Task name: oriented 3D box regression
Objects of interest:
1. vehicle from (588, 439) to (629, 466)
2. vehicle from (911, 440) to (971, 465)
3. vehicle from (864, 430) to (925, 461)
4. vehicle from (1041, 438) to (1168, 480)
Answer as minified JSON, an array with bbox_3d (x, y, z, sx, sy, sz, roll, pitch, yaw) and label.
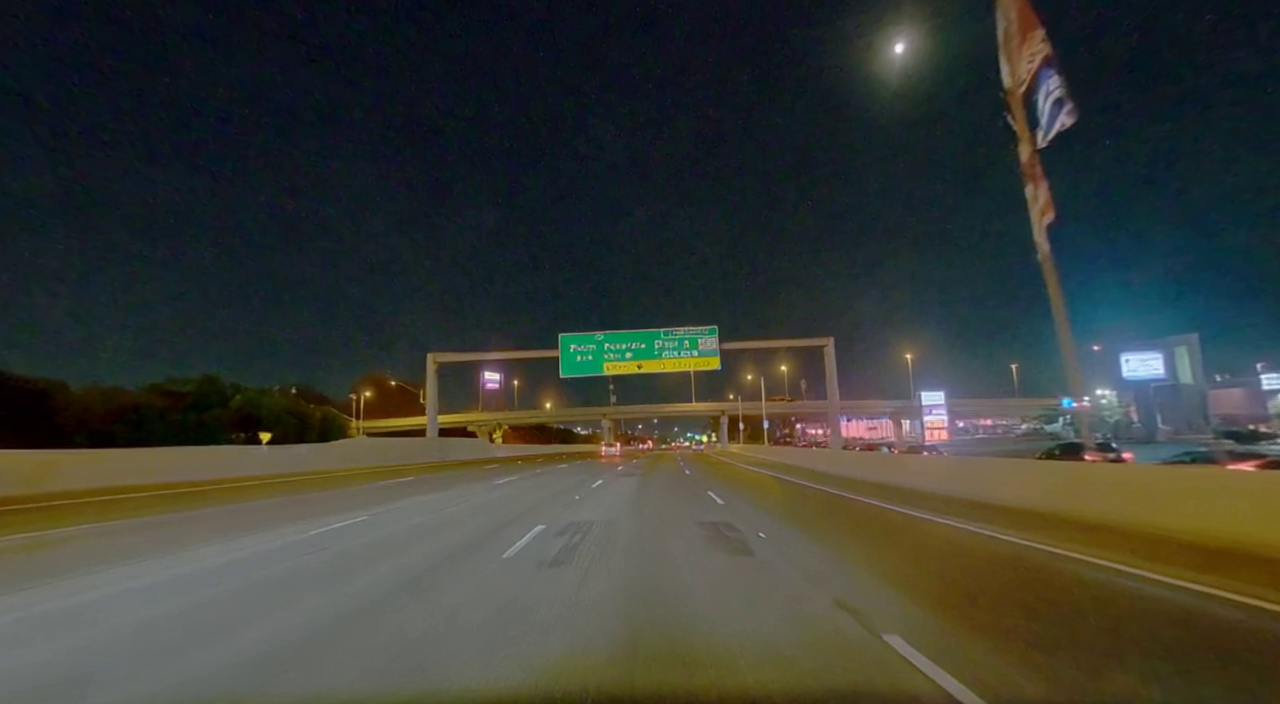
[{"bbox_3d":[-1.829,5.986,37.751,1.982,1.516,4.327,-1,-8,3],"label":"vehicle"},{"bbox_3d":[18.700,6.258,39.448,1.796,1.470,4.352,-1,-8,3],"label":"vehicle"},{"bbox_3d":[19.167,7.105,47.918,2.367,2.187,5.862,0,-8,2],"label":"vehicle"},{"bbox_3d":[18.094,4.174,24.916,1.799,1.498,4.308,0,-8,2],"label":"vehicle"}]
